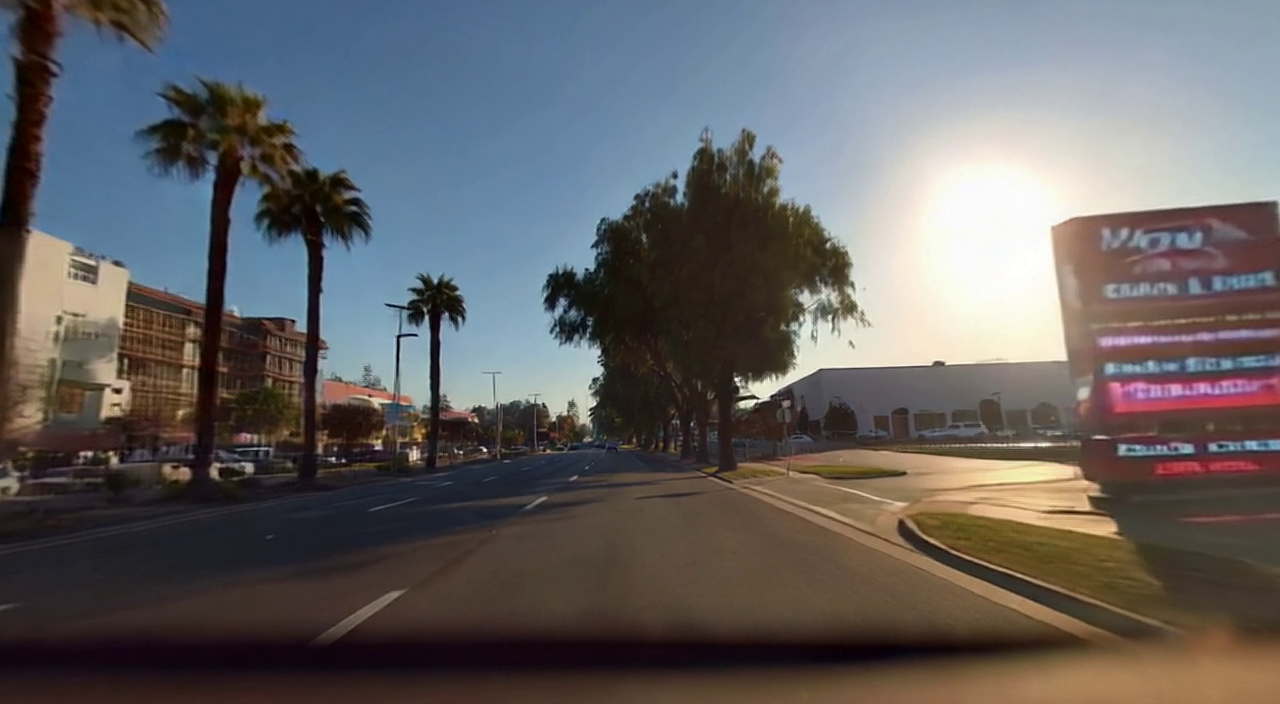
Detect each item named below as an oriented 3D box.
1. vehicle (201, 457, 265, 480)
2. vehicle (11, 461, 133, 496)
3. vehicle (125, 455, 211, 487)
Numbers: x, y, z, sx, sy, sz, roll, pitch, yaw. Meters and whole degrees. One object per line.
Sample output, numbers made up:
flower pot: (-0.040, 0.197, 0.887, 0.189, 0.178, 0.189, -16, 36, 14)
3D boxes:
vehicle: (-28.082, 8.037, 43.778, 1.771, 1.494, 4.088, 0, -9, -1)
vehicle: (-27.622, 6.155, 30.970, 1.807, 1.446, 4.605, 0, -9, -2)
vehicle: (-27.795, 6.984, 37.381, 1.938, 1.667, 4.364, 0, -9, -4)
